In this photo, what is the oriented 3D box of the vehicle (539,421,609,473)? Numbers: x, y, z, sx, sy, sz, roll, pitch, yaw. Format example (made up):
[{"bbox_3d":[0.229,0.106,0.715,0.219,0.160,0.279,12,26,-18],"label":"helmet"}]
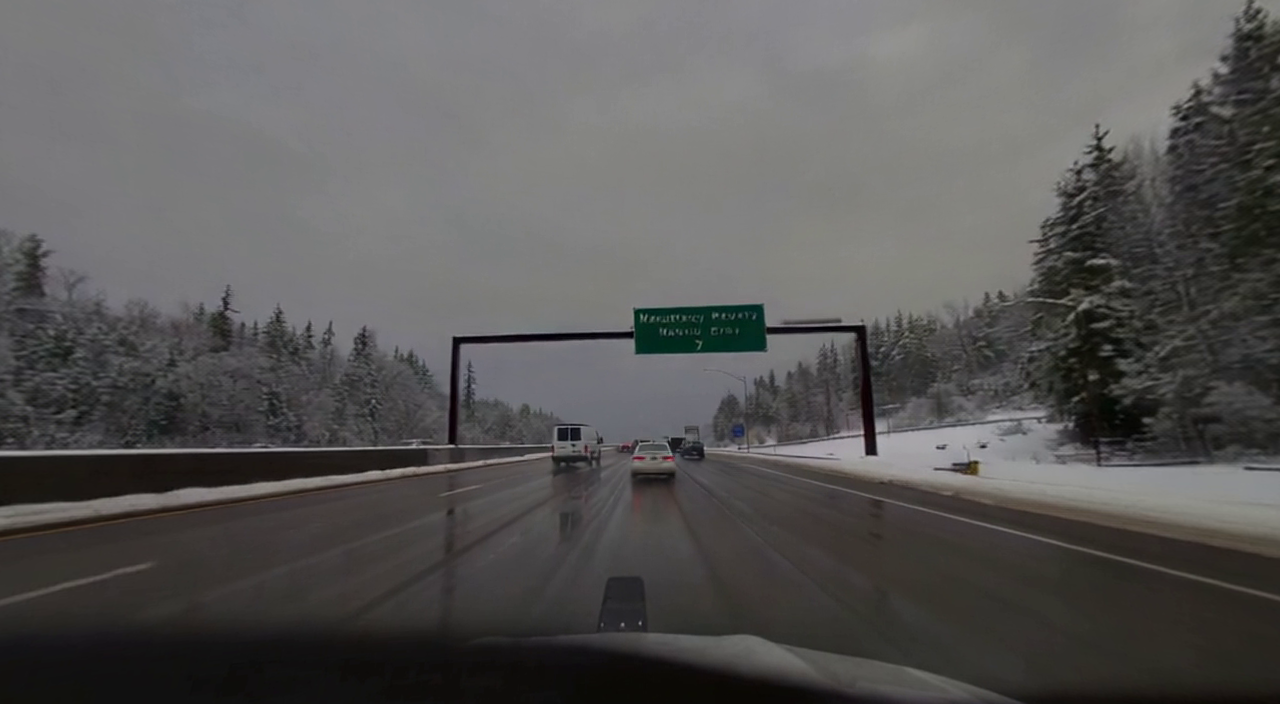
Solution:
[{"bbox_3d":[-2.881,4.328,28.774,2.526,2.146,5.594,0,-8,1],"label":"vehicle"}]

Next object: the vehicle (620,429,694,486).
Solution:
[{"bbox_3d":[0.521,3.423,20.657,2.165,1.653,4.456,0,-8,0],"label":"vehicle"}]

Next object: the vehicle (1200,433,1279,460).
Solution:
[{"bbox_3d":[38.077,5.891,39.024,1.919,1.563,4.399,2,-8,-12],"label":"vehicle"}]
